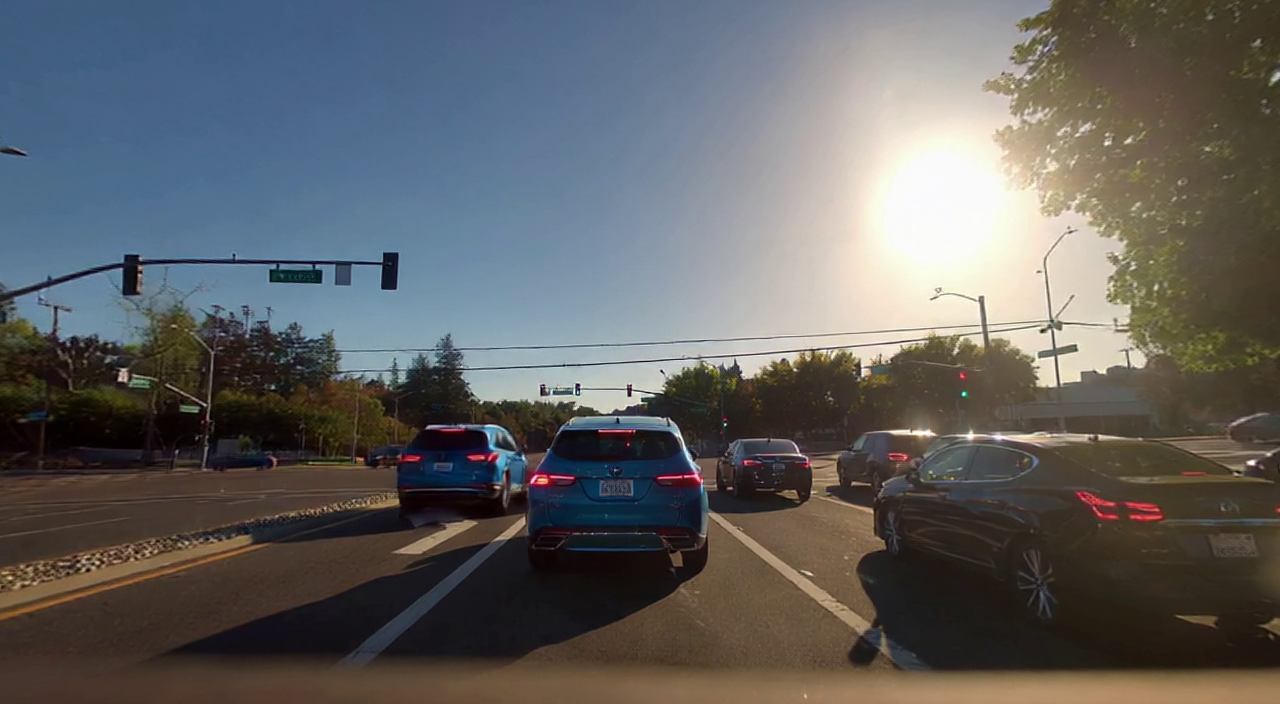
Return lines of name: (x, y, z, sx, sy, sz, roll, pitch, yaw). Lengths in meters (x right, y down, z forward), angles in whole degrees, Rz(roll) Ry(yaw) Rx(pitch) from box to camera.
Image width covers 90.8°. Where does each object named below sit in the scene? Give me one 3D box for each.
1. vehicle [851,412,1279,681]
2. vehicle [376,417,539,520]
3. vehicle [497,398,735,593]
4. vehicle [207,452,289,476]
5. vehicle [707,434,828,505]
vehicle: (3.626, 1.392, 5.698, 1.861, 1.478, 4.185, 0, -8, -2)
vehicle: (-3.629, 2.430, 13.724, 2.186, 1.794, 4.972, 0, -8, -2)
vehicle: (-0.269, 1.551, 7.619, 2.101, 1.707, 3.904, 0, -8, -2)
vehicle: (-26.150, 7.461, 42.163, 4.369, 1.466, 1.791, -1, -8, 6)
vehicle: (2.981, 2.853, 15.770, 1.950, 1.506, 4.086, 0, -8, -3)
